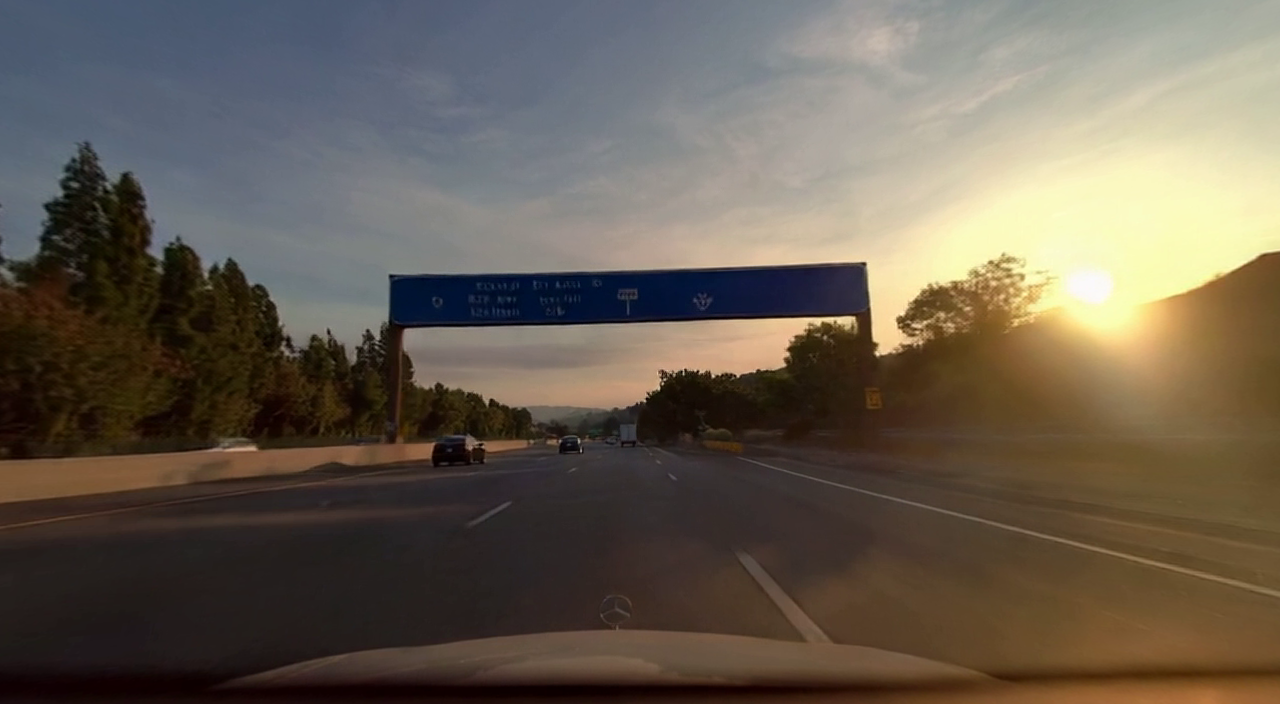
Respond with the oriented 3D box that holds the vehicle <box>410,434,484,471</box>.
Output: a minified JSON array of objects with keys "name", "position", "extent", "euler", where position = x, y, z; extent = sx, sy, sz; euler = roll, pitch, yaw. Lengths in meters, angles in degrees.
[{"name":"vehicle","position":[-8.475,4.430,28.075],"extent":[1.973,1.470,4.270],"euler":[0,-8,0]}]

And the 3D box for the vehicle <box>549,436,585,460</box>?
[{"name":"vehicle","position":[-4.734,6.301,41.491],"extent":[1.912,1.495,3.703],"euler":[0,-8,0]}]
